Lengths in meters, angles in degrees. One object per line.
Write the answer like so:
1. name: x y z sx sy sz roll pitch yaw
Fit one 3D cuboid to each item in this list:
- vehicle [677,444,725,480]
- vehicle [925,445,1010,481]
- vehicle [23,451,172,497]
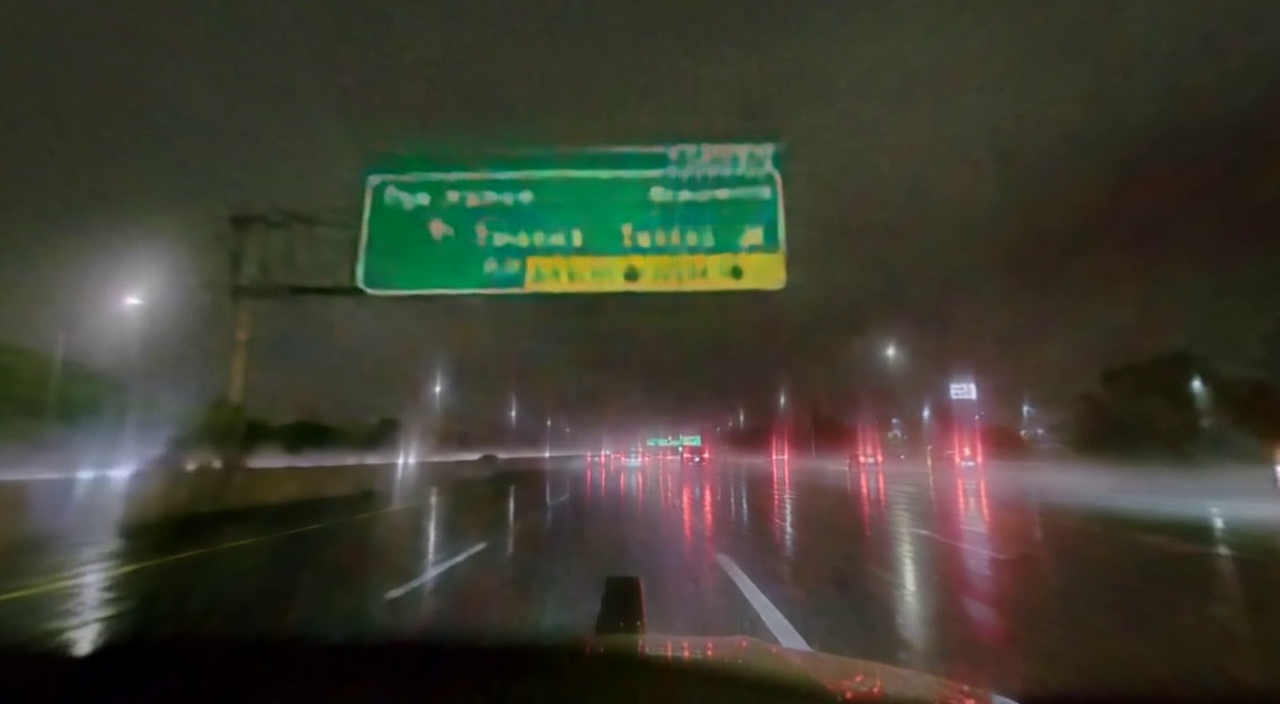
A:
1. vehicle: 3.255 6.009 34.632 2.147 1.794 4.538 0 -9 0
2. vehicle: 17.264 5.854 33.524 2.116 1.754 4.727 0 -9 2
3. vehicle: -22.974 5.146 27.009 2.057 1.759 4.861 0 -9 0
